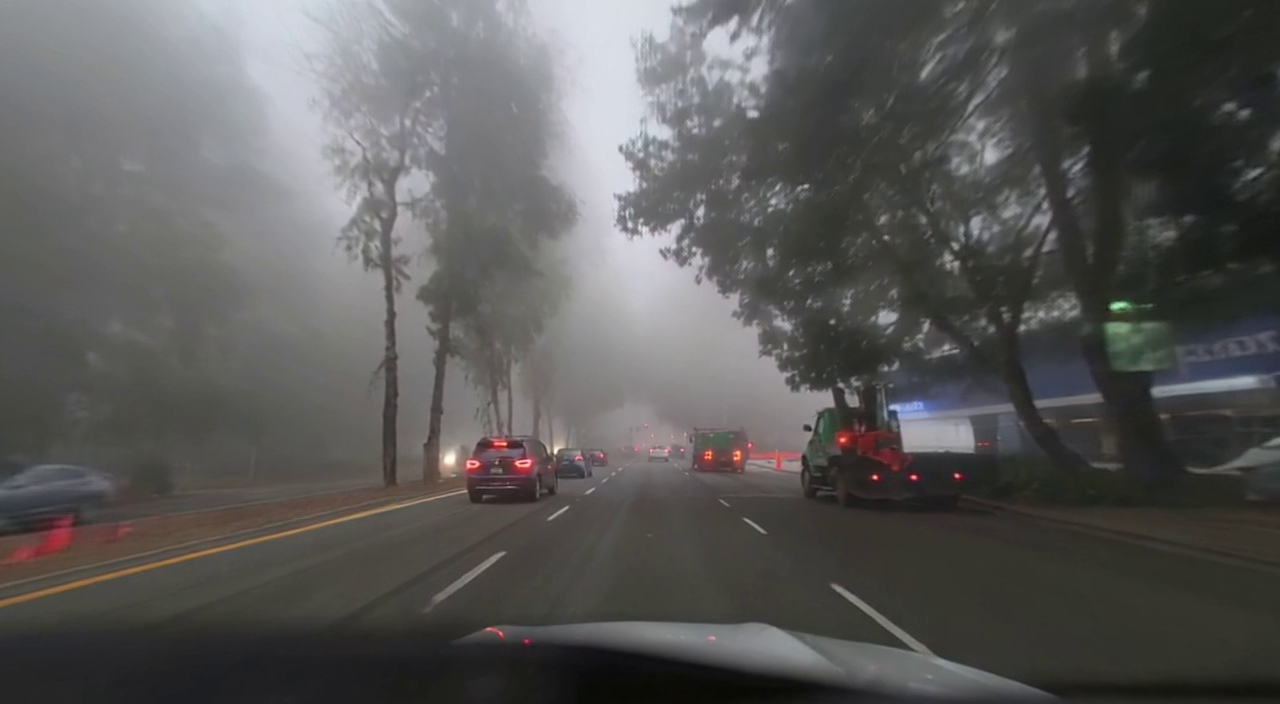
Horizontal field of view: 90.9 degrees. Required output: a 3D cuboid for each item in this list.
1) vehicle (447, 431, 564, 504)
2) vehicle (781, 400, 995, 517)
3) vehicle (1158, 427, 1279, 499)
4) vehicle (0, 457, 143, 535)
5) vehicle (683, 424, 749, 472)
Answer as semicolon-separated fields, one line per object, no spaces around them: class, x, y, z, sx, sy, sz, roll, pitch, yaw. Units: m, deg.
vehicle;-3.400;3.024;16.916;2.038;1.682;4.399;0;-9;1
vehicle;5.515;2.552;15.560;2.653;2.231;6.793;0;-9;1
vehicle;14.016;2.338;13.323;1.969;1.457;4.719;0;-8;-2
vehicle;-14.324;3.267;14.639;1.826;1.553;4.293;-1;-9;4
vehicle;4.253;5.641;37.134;2.760;2.465;7.936;0;-9;-1
